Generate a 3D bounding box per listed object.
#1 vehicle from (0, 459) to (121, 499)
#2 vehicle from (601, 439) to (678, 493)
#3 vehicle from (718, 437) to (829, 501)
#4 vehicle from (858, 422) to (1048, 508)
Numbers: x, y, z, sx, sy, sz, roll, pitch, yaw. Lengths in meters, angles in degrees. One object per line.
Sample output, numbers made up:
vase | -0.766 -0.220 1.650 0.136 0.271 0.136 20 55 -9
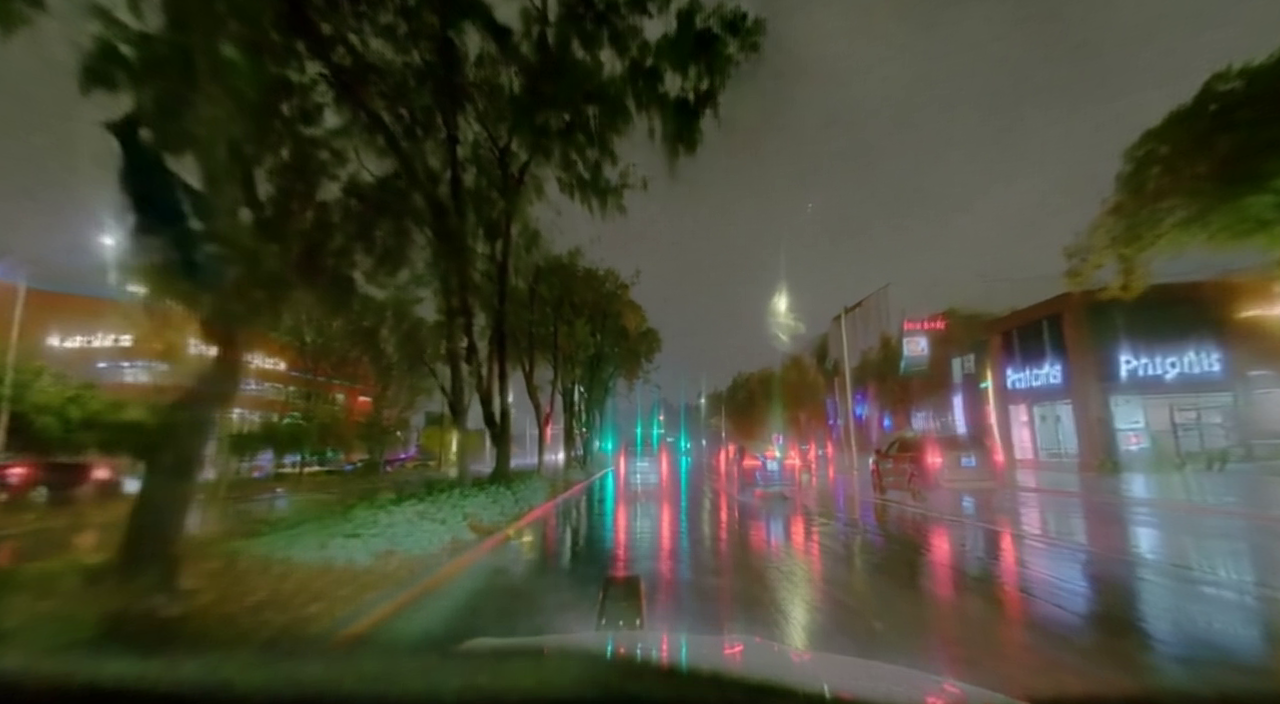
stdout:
vehicle | -26.411 5.652 28.270 4.559 1.663 2.059 -1 -9 3
vehicle | -0.051 3.481 19.625 2.101 1.444 4.248 0 -9 -1
vehicle | 3.401 3.066 16.978 1.993 1.477 4.240 0 -9 -1
vehicle | 7.178 2.656 15.264 2.052 1.708 4.842 0 -9 -1
